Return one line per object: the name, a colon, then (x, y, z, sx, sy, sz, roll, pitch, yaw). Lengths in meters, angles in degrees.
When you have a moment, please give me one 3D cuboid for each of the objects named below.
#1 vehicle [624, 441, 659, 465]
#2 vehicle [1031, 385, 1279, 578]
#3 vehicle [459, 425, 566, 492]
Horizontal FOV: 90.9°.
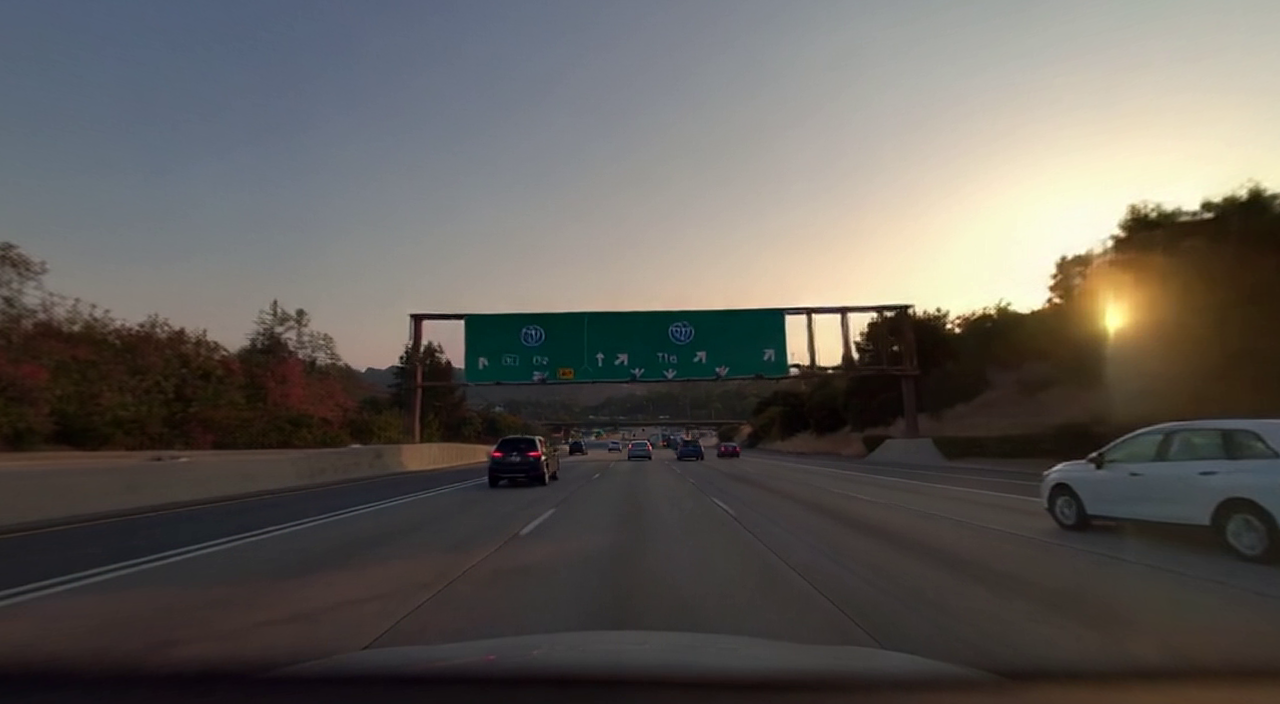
vehicle: (0.083, 6.334, 39.725, 2.050, 1.452, 3.917, 0, -8, 0)
vehicle: (6.975, 1.361, 6.975, 2.123, 1.756, 4.959, 0, -8, 0)
vehicle: (-3.702, 3.221, 19.385, 2.118, 1.750, 4.875, -1, -8, 2)
